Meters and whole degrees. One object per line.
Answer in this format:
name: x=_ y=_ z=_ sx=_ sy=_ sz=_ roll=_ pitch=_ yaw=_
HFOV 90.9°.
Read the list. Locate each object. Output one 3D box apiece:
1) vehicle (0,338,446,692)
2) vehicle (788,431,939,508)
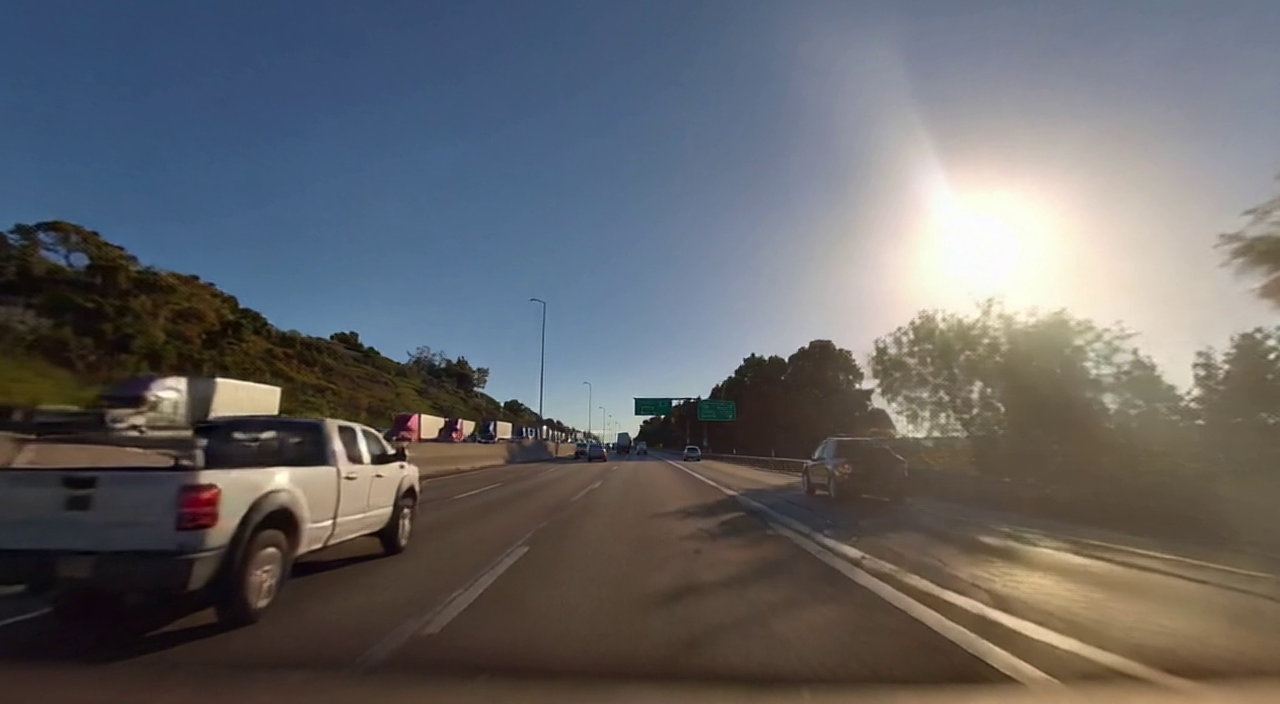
vehicle: x=-3.850 y=1.274 z=6.099 sx=2.220 sy=1.928 sz=5.176 roll=0 pitch=-9 yaw=1
vehicle: x=5.617 y=3.012 z=16.534 sx=2.080 sy=1.725 sz=4.252 roll=1 pitch=-9 yaw=-5
